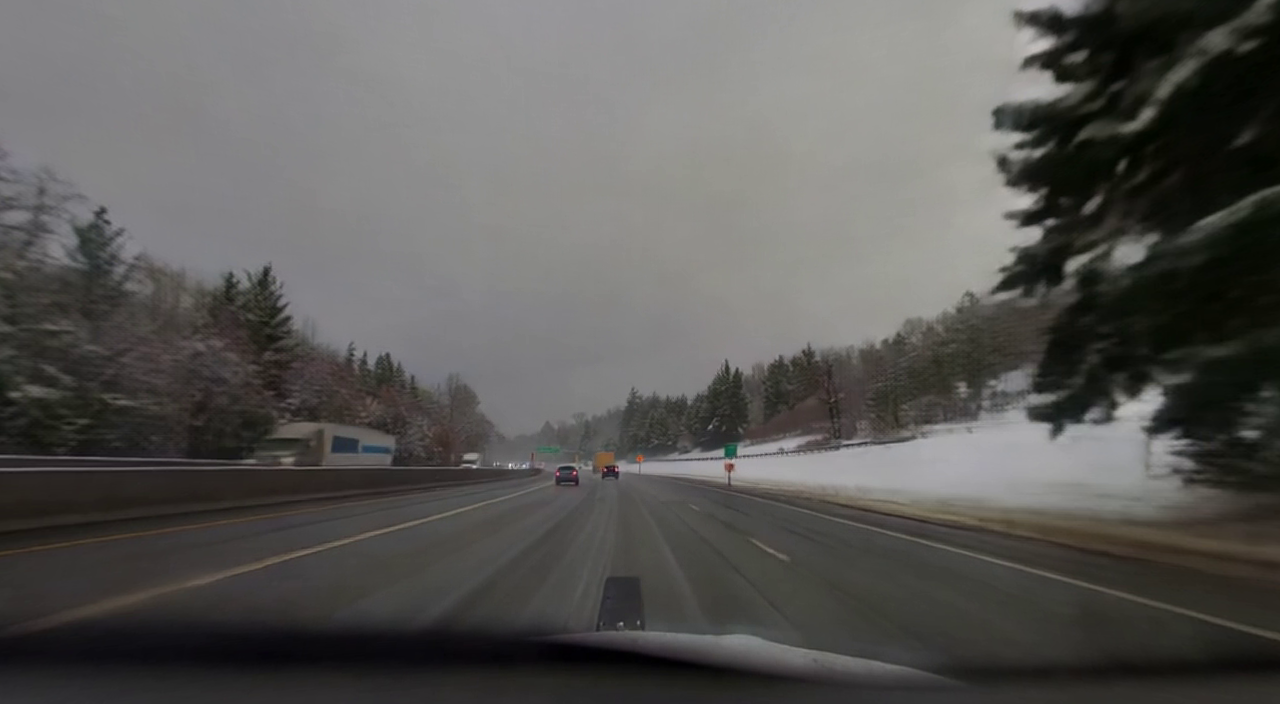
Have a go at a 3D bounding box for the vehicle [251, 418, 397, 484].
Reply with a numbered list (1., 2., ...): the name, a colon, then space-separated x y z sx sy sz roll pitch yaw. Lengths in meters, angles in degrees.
1. vehicle: -22.514 7.549 46.790 2.868 3.983 16.567 1 -10 -2

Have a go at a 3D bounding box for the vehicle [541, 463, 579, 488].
1. vehicle: -5.383 8.406 42.974 2.115 1.546 4.638 1 -10 -2
